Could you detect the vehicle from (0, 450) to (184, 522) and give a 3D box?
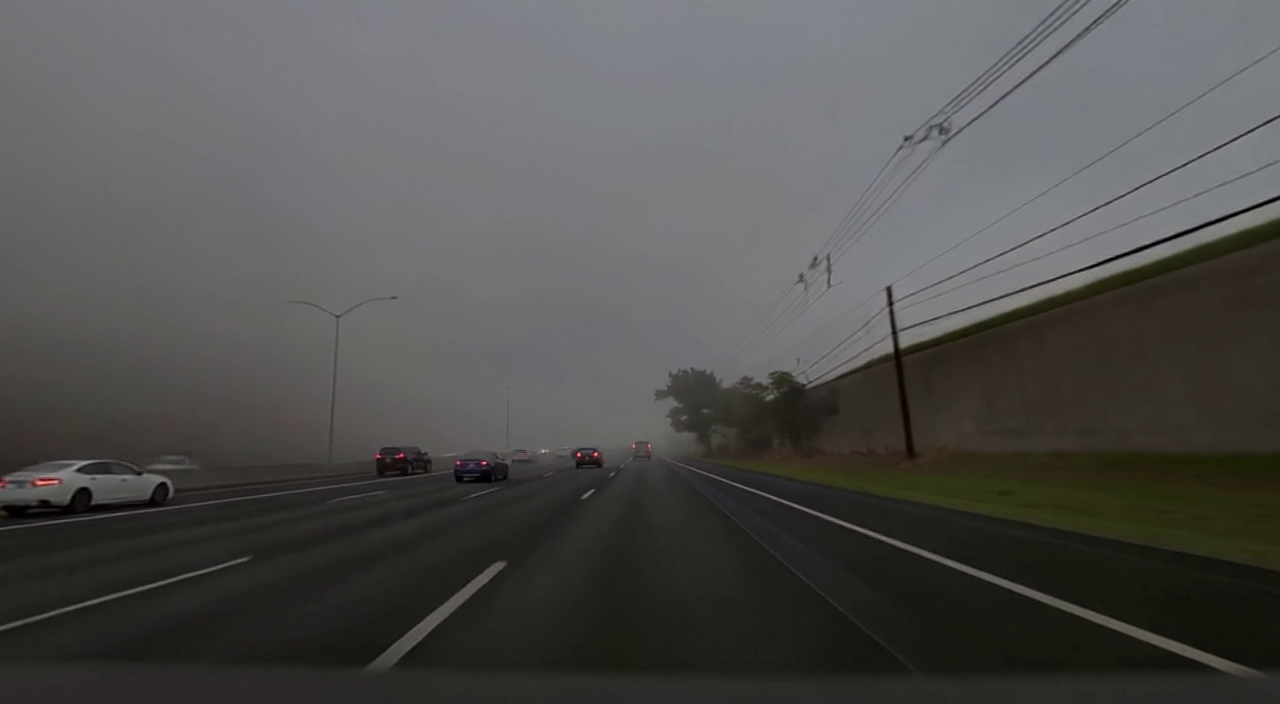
[{"bbox_3d":[-14.300,3.246,15.933,1.885,1.474,4.849,0,-9,1],"label":"vehicle"}]

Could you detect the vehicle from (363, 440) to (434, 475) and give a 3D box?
[{"bbox_3d":[-14.390,6.315,37.941,2.172,1.946,5.017,0,-9,1],"label":"vehicle"}]

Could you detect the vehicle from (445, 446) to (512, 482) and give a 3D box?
[{"bbox_3d":[-7.274,5.069,28.848,1.899,1.472,4.202,0,-9,1],"label":"vehicle"}]

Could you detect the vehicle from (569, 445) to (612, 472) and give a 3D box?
[{"bbox_3d":[-2.800,6.168,36.601,2.064,1.446,4.409,0,-9,0],"label":"vehicle"}]
